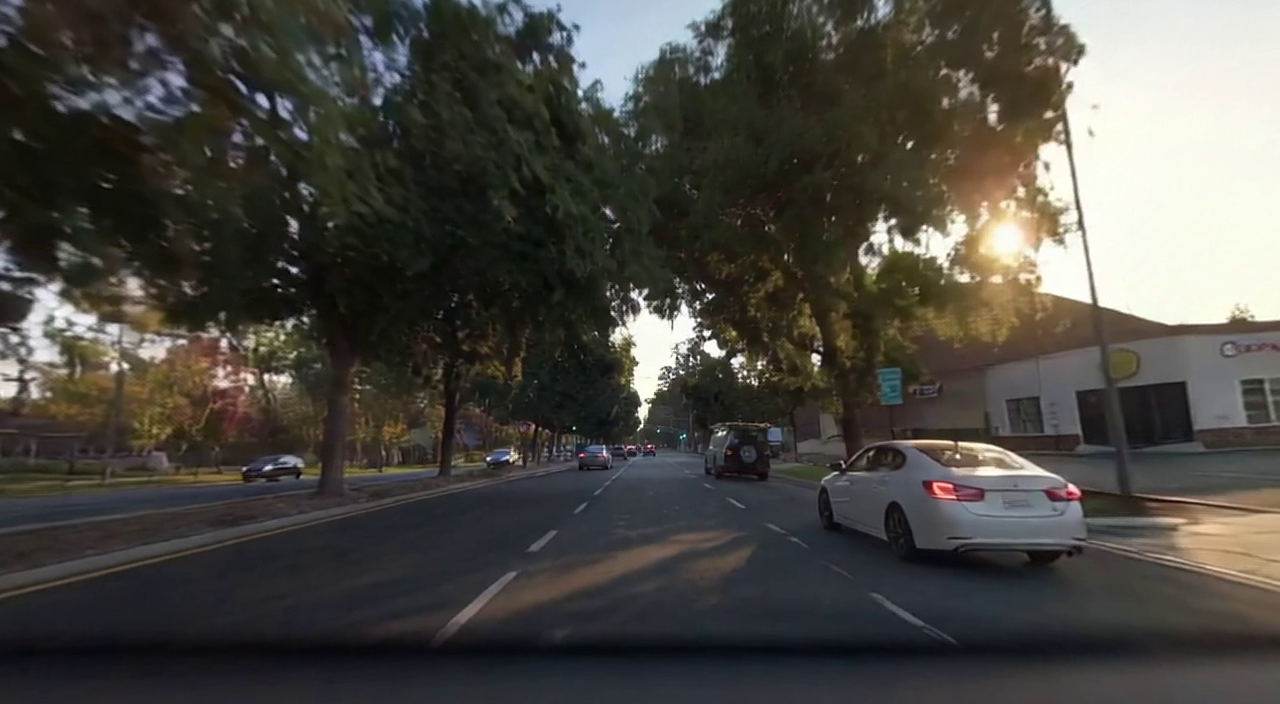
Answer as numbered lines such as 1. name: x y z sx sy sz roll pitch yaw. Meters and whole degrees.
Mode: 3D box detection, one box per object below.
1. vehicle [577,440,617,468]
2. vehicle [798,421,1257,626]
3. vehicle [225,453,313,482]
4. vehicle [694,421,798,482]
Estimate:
1. vehicle: -2.778 6.770 42.024 2.250 1.713 4.422 0 -8 2
2. vehicle: 3.410 1.593 6.981 2.095 1.475 4.686 0 -8 0
3. vehicle: -20.926 6.523 35.817 2.222 1.472 4.563 0 -8 1
4. vehicle: 4.176 4.127 26.388 3.245 2.199 6.295 0 -8 0
